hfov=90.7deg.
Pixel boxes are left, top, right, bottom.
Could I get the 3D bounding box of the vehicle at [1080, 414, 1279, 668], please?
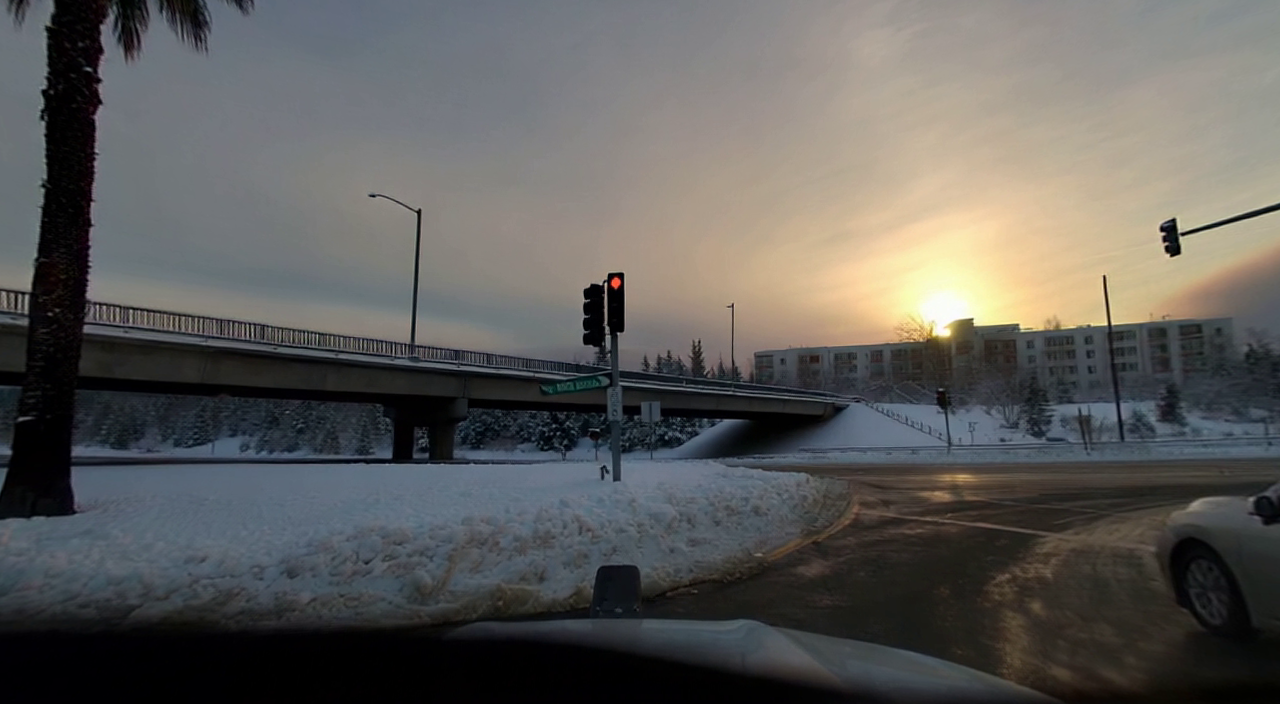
[{"bbox_3d":[4.713,1.080,3.510,1.959,1.485,4.628,-2,-9,11],"label":"vehicle"}]
